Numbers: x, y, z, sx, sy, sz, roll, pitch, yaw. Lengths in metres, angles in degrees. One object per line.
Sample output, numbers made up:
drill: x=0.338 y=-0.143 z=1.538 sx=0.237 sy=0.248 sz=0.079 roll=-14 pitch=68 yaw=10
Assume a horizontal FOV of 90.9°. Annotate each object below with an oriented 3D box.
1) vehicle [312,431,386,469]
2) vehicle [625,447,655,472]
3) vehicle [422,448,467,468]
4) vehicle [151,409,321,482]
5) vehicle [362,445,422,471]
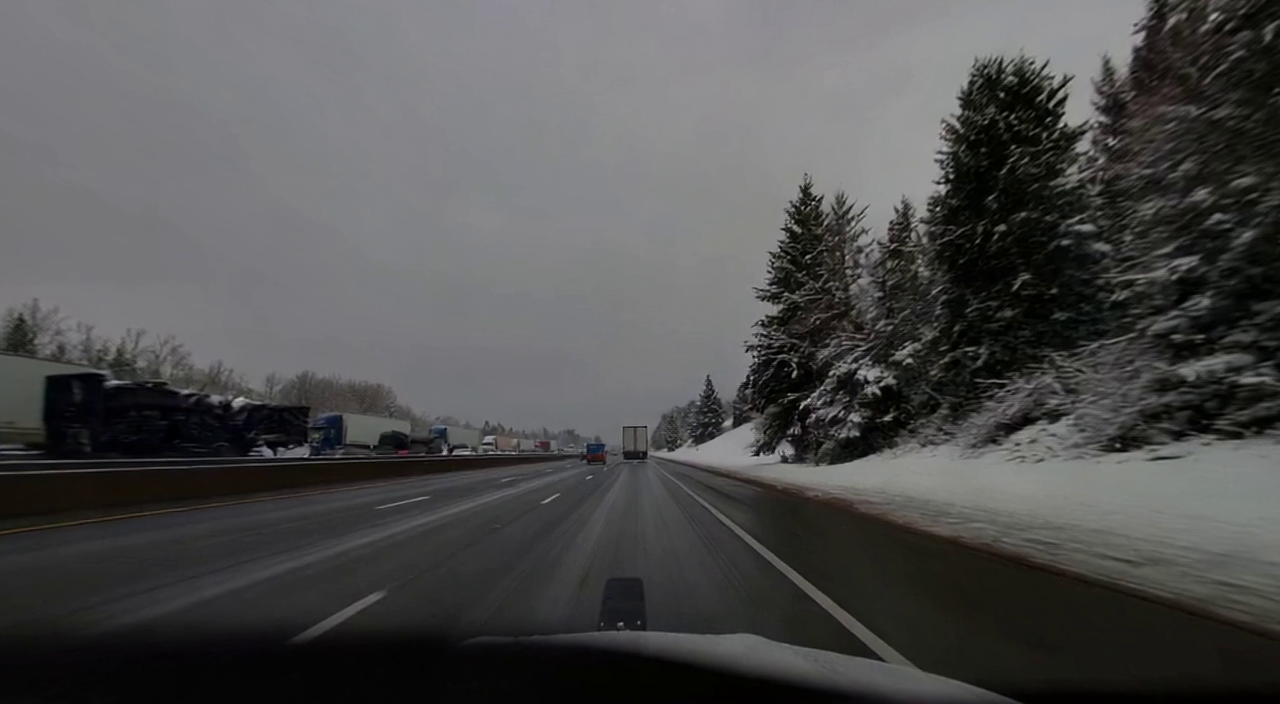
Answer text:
vehicle: x=-19.186 y=6.504 z=41.888 sx=2.223 sy=2.287 sz=5.862 roll=0 pitch=-9 yaw=-1
vehicle: x=-0.037 y=7.629 z=44.713 sx=2.009 sy=1.657 sz=3.962 roll=0 pitch=-9 yaw=-1
vehicle: x=-14.687 y=7.987 z=47.676 sx=1.976 sy=1.423 sz=4.416 roll=0 pitch=-9 yaw=0
vehicle: x=-14.422 y=3.438 z=23.144 sx=2.357 sy=2.318 sz=5.817 roll=0 pitch=-9 yaw=0
vehicle: x=-14.461 y=6.205 z=37.011 sx=1.891 sy=1.426 sz=4.156 roll=0 pitch=-9 yaw=0
